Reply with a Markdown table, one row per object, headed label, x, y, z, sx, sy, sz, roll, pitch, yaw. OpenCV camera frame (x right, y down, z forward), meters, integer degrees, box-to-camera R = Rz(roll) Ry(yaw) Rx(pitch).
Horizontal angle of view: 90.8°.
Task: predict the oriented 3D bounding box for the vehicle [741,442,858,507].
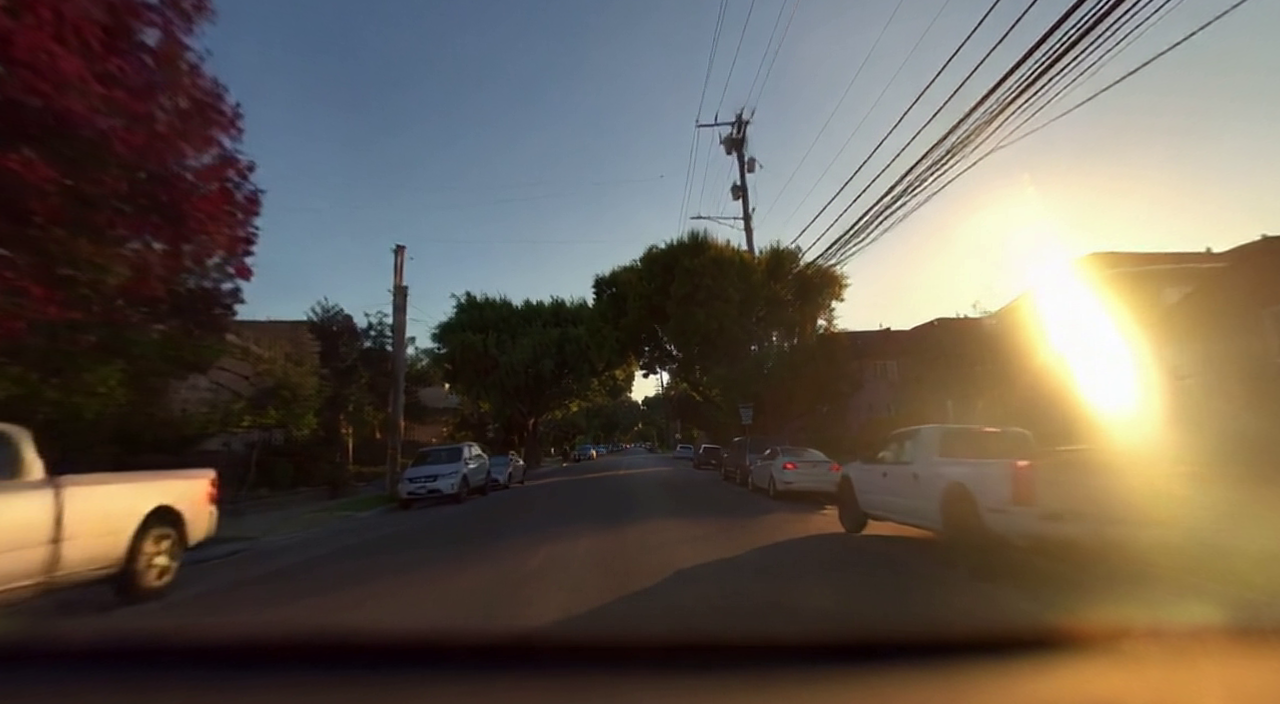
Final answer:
| label | x | y | z | sx | sy | sz | roll | pitch | yaw |
| --- | --- | --- | --- | --- | --- | --- | --- | --- | --- |
| vehicle | 3.930 | 3.083 | 16.380 | 1.804 | 1.422 | 4.497 | 0 | -9 | -1 |

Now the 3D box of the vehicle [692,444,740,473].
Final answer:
| label | x | y | z | sx | sy | sz | roll | pitch | yaw |
| --- | --- | --- | --- | --- | --- | --- | --- | --- | --- |
| vehicle | 4.096 | 5.821 | 34.722 | 1.930 | 1.470 | 4.738 | 0 | -9 | -1 |

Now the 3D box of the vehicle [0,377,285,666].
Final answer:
| label | x | y | z | sx | sy | sz | roll | pitch | yaw |
| --- | --- | --- | --- | --- | --- | --- | --- | --- | --- |
| vehicle | -5.402 | 1.241 | 4.699 | 2.285 | 1.895 | 5.883 | -2 | -8 | -2 |

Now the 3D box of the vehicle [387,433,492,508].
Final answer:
| label | x | y | z | sx | sy | sz | roll | pitch | yaw |
| --- | --- | --- | --- | --- | --- | --- | --- | --- | --- |
| vehicle | -5.746 | 3.388 | 18.724 | 2.046 | 1.825 | 4.627 | -2 | -8 | -6 |

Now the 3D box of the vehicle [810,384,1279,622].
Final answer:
| label | x | y | z | sx | sy | sz | roll | pitch | yaw |
| --- | --- | --- | --- | --- | --- | --- | --- | --- | --- |
| vehicle | 4.116 | 1.604 | 7.806 | 2.279 | 1.848 | 5.577 | 1 | -9 | -2 |
